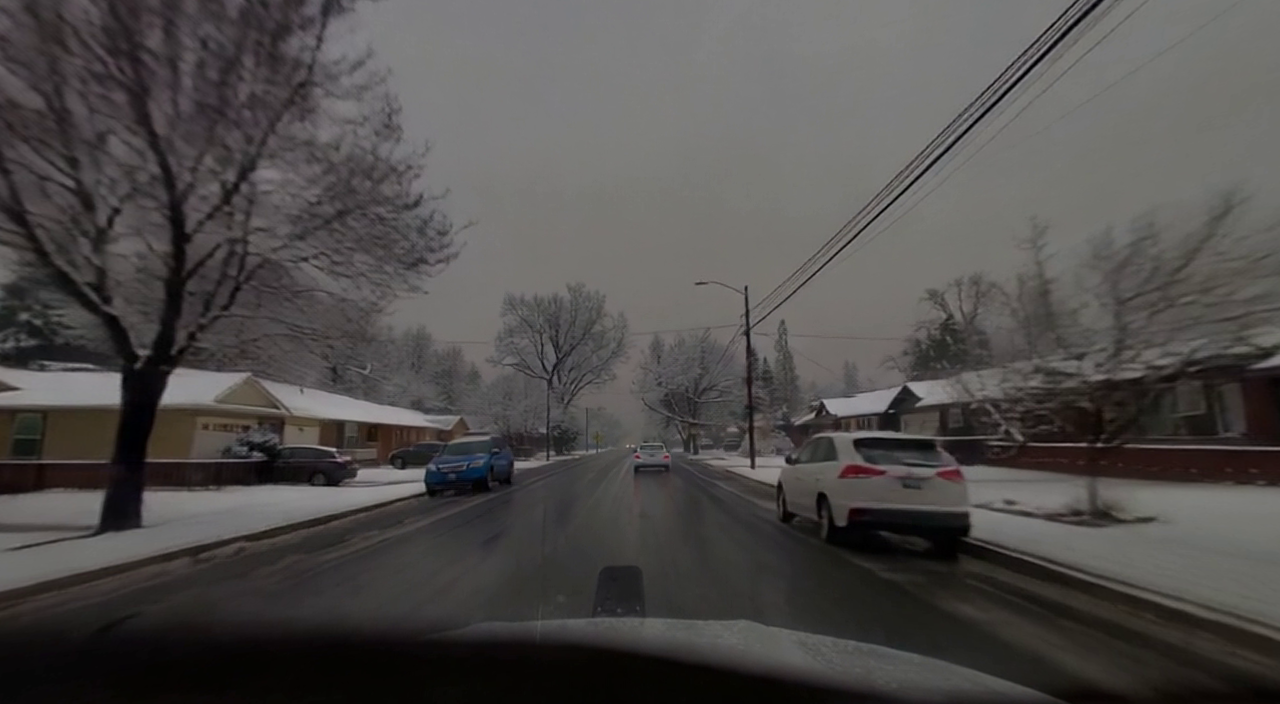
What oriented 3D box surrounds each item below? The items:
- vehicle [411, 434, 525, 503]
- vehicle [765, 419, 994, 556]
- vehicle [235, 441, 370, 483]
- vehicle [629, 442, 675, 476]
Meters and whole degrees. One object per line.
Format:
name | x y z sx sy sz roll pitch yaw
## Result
vehicle | -5.205 3.554 19.868 2.126 1.816 4.796 -3 -8 1
vehicle | 3.419 2.016 10.109 1.978 1.690 4.306 0 -9 0
vehicle | -12.934 4.210 24.381 4.129 1.523 1.839 0 -9 2
vehicle | 0.548 4.961 29.511 2.000 1.449 4.006 0 -9 0
